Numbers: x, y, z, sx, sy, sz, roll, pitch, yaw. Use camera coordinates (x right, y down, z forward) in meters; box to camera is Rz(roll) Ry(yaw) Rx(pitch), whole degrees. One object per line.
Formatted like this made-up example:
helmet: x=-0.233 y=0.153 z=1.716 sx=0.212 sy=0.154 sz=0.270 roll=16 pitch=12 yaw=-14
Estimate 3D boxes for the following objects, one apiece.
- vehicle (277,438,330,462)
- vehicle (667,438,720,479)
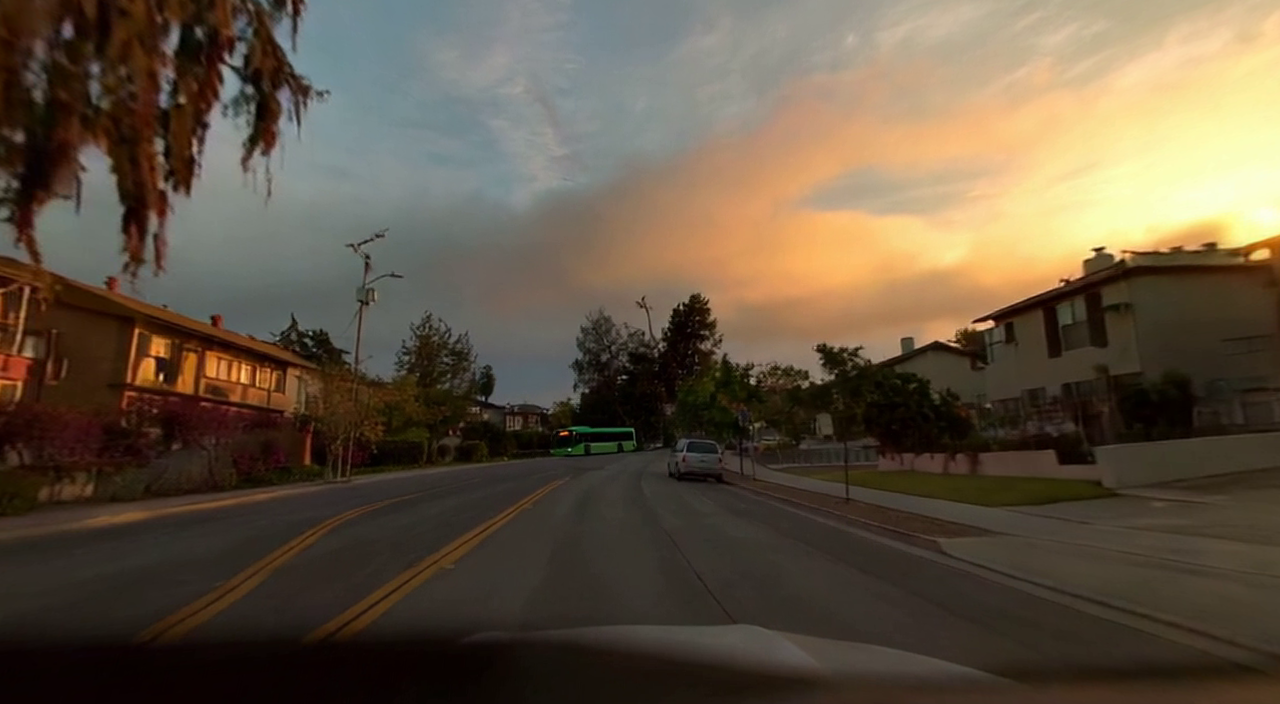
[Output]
vehicle: x=-26.000 y=7.602 z=49.033 sx=2.006 sy=1.766 sz=4.685 roll=1 pitch=-9 yaw=-7
vehicle: x=2.177 y=4.477 z=26.762 sx=1.984 sy=1.601 sz=3.994 roll=0 pitch=-9 yaw=1
